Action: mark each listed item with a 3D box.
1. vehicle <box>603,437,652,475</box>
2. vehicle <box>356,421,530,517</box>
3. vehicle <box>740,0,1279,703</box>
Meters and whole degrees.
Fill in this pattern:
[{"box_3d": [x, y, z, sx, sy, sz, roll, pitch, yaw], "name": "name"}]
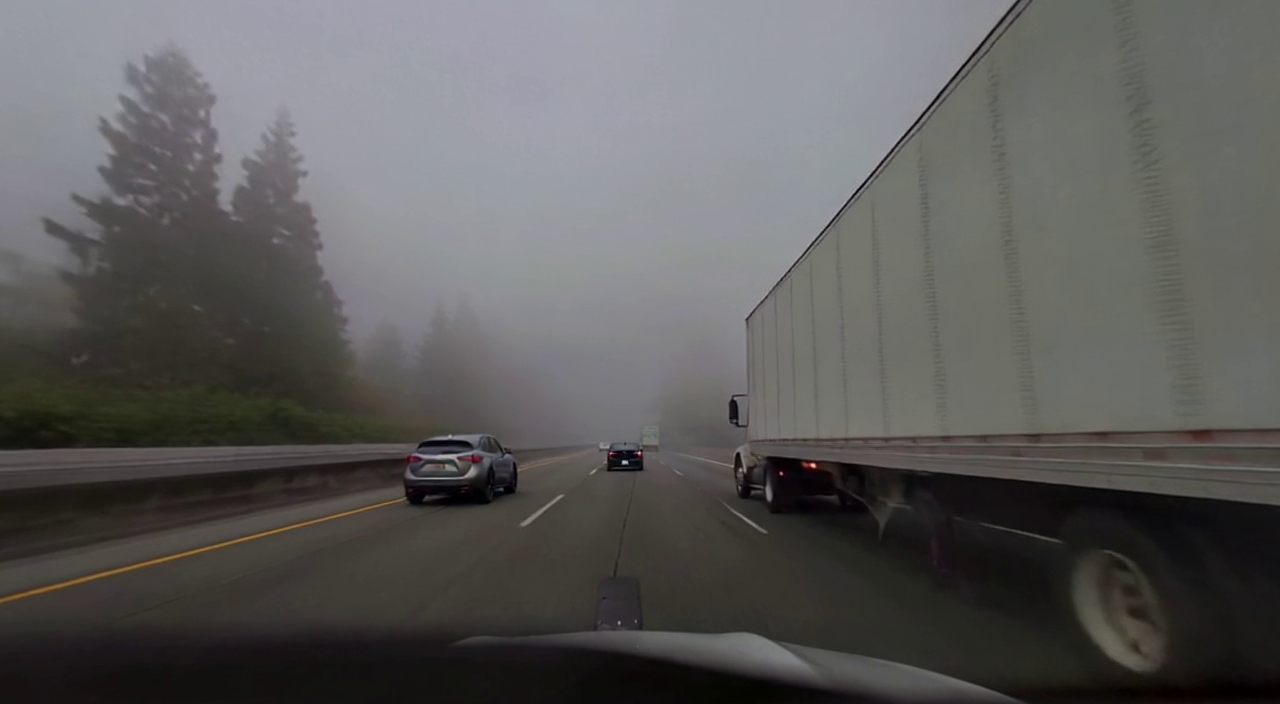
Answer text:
[{"box_3d": [-0.541, 4.683, 28.588, 2.048, 1.563, 4.087, 0, -8, -1], "name": "vehicle"}, {"box_3d": [-3.955, 2.435, 13.669, 2.264, 1.699, 4.648, 0, -8, 0], "name": "vehicle"}, {"box_3d": [3.860, 0.341, 7.591, 2.946, 4.111, 14.652, 0, -8, 0], "name": "vehicle"}]
